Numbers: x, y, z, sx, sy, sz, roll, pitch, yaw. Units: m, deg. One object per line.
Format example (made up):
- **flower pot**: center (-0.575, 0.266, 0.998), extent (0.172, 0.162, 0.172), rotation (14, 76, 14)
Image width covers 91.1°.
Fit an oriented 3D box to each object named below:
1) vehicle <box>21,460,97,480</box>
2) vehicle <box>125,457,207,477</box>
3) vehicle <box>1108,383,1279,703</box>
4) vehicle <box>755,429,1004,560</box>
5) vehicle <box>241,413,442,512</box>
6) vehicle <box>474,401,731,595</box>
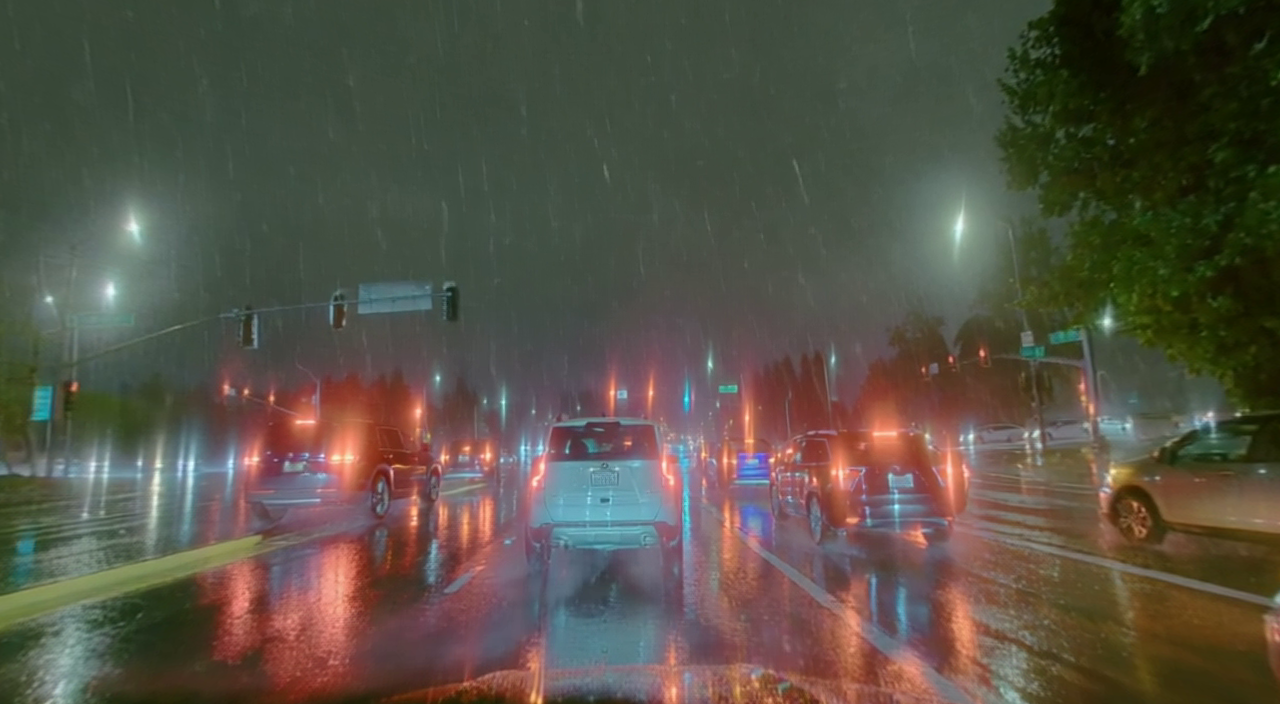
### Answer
- **vehicle**: center (-45.676, 9.279, 49.391), extent (4.232, 1.498, 1.791), rotation (0, -8, 1)
- **vehicle**: center (-37.331, 9.054, 49.478), extent (4.914, 1.487, 1.850), rotation (0, -8, 0)
- **vehicle**: center (3.302, 0.668, 0.847), extent (1.980, 1.515, 4.362), rotation (0, -8, 0)
- **vehicle**: center (3.163, 1.971, 9.490), extent (1.971, 1.473, 4.495), rotation (0, -8, 0)
- **vehicle**: center (-6.728, 2.557, 14.997), extent (2.214, 1.953, 5.017), rotation (0, -8, 1)
- **vehicle**: center (-0.313, 1.589, 7.638), extent (2.256, 1.694, 4.055), rotation (0, -8, 0)
